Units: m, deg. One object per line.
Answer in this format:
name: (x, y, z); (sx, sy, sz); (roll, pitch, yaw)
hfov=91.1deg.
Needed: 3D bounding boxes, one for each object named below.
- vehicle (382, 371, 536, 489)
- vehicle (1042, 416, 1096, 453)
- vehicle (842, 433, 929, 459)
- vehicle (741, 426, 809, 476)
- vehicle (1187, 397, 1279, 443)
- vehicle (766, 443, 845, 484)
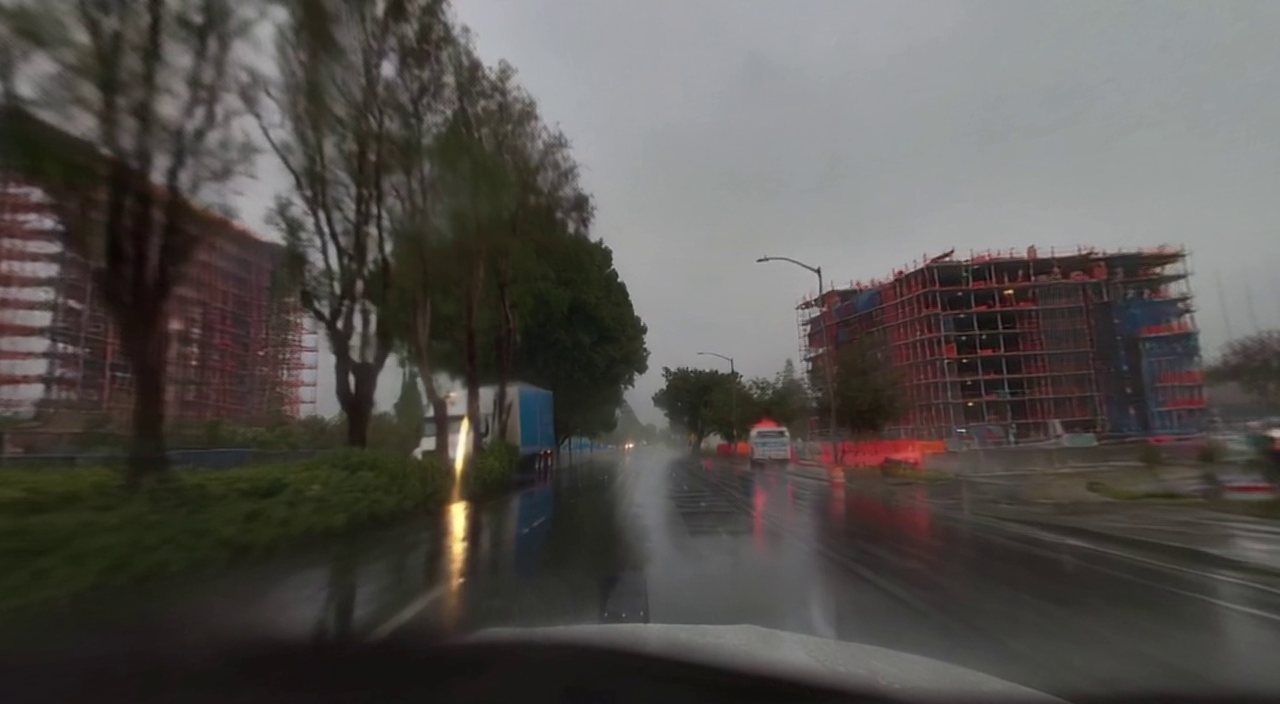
vehicle: (-7.012, 3.407, 26.666); (3.071, 3.982, 10.729); (0, -8, 1)
vehicle: (23.237, 4.542, 34.168); (2.078, 1.823, 5.181); (-5, -10, 31)
vehicle: (16.003, 6.128, 41.069); (4.775, 1.610, 2.147); (1, -8, -2)
vehicle: (6.673, 4.968, 31.785); (2.233, 2.269, 5.757); (0, -8, 1)
vehicle: (29.953, 3.345, 30.453); (4.720, 2.131, 2.111); (0, -8, 0)
vehicle: (6.601, 4.471, 25.604); (1.933, 1.488, 4.736); (0, -8, 0)
